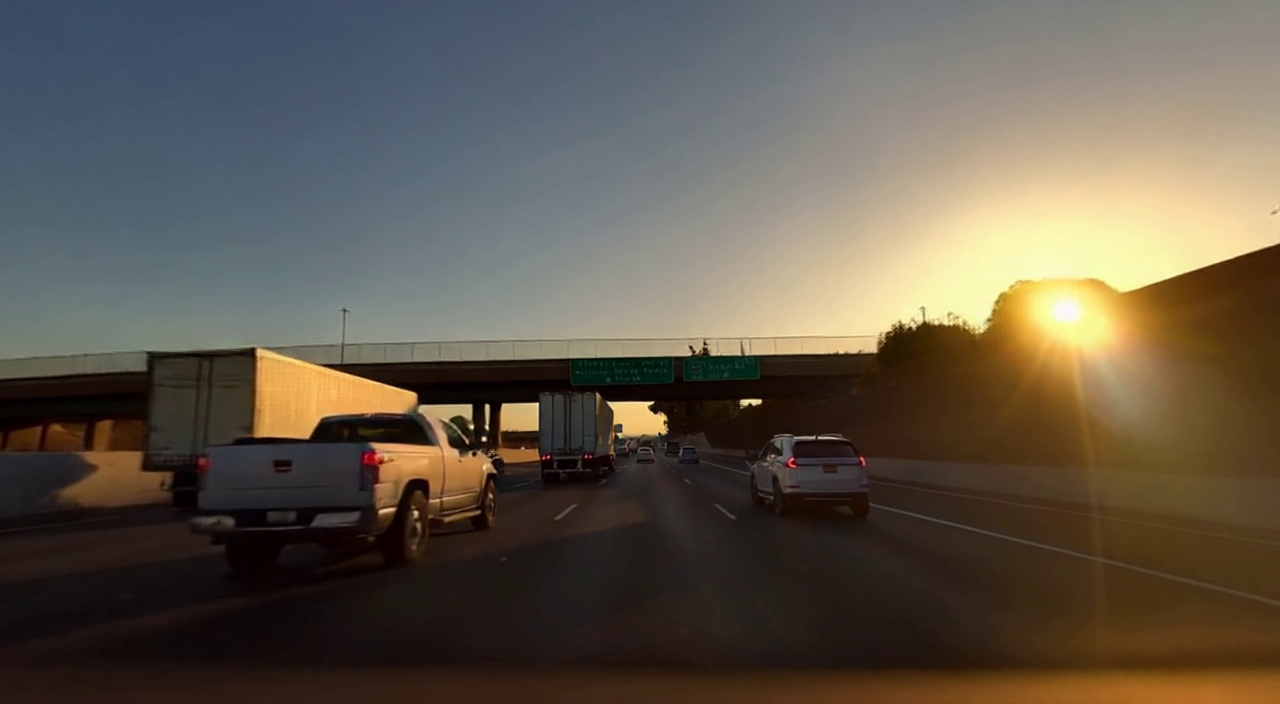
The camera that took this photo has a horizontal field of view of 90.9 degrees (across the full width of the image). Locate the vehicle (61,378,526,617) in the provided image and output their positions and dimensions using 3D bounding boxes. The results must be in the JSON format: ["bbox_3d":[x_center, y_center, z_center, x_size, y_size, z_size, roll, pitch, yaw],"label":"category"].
[{"bbox_3d":[-3.548,1.716,8.698,2.645,2.023,6.491,0,-8,1],"label":"vehicle"}]

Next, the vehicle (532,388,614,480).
[{"bbox_3d":[-3.313,4.824,36.154,2.869,4.108,15.564,0,-8,1],"label":"vehicle"}]

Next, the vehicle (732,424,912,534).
[{"bbox_3d":[3.107,2.269,11.882,2.028,1.658,4.334,0,-8,-1],"label":"vehicle"}]
